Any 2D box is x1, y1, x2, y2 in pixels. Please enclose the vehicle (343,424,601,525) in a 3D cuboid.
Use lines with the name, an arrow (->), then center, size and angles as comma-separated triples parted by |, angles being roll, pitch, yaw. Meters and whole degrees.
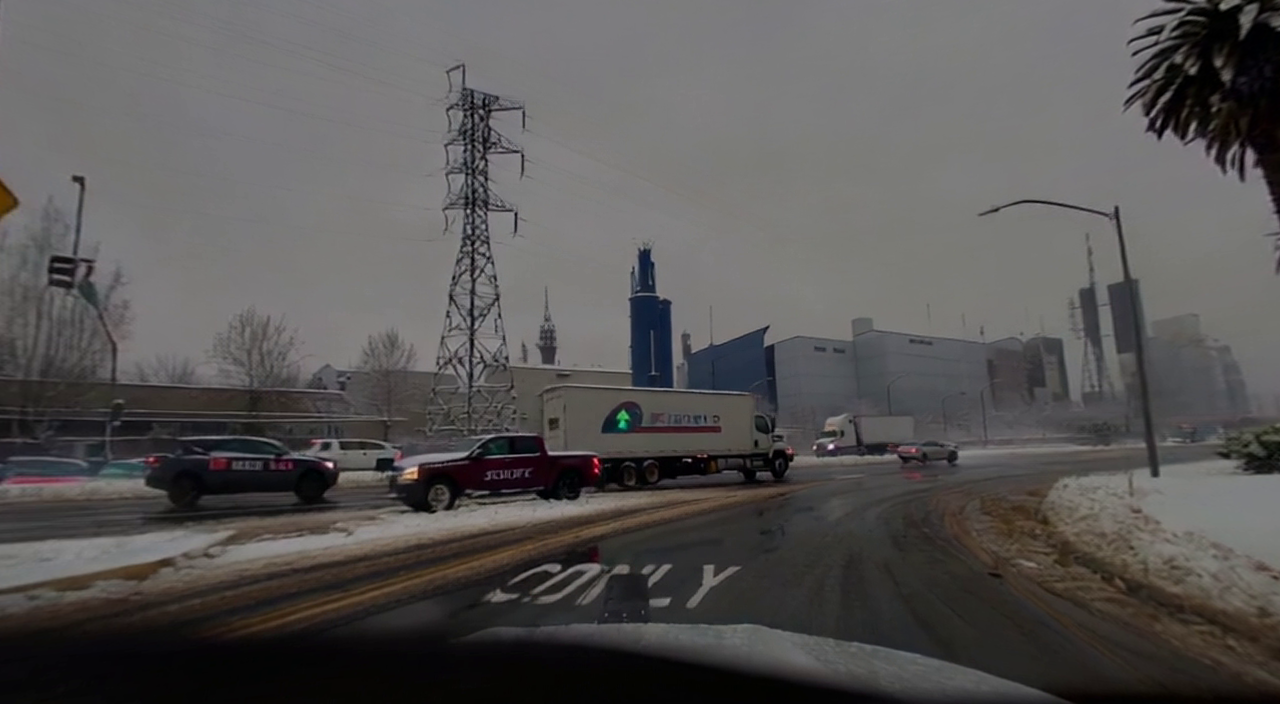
vehicle -> -3.562, 2.626, 14.157 | 5.132, 1.848, 2.101 | 7, -11, -40

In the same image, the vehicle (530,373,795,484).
vehicle -> 1.347, 3.345, 26.821 | 11.567, 3.933, 2.903 | 5, -10, -33

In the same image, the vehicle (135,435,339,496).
vehicle -> -14.421, 4.034, 22.945 | 5.866, 1.950, 2.266 | 6, -10, -34

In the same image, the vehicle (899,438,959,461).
vehicle -> 21.405, 7.207, 46.666 | 4.234, 1.589, 1.923 | 5, -10, -32
